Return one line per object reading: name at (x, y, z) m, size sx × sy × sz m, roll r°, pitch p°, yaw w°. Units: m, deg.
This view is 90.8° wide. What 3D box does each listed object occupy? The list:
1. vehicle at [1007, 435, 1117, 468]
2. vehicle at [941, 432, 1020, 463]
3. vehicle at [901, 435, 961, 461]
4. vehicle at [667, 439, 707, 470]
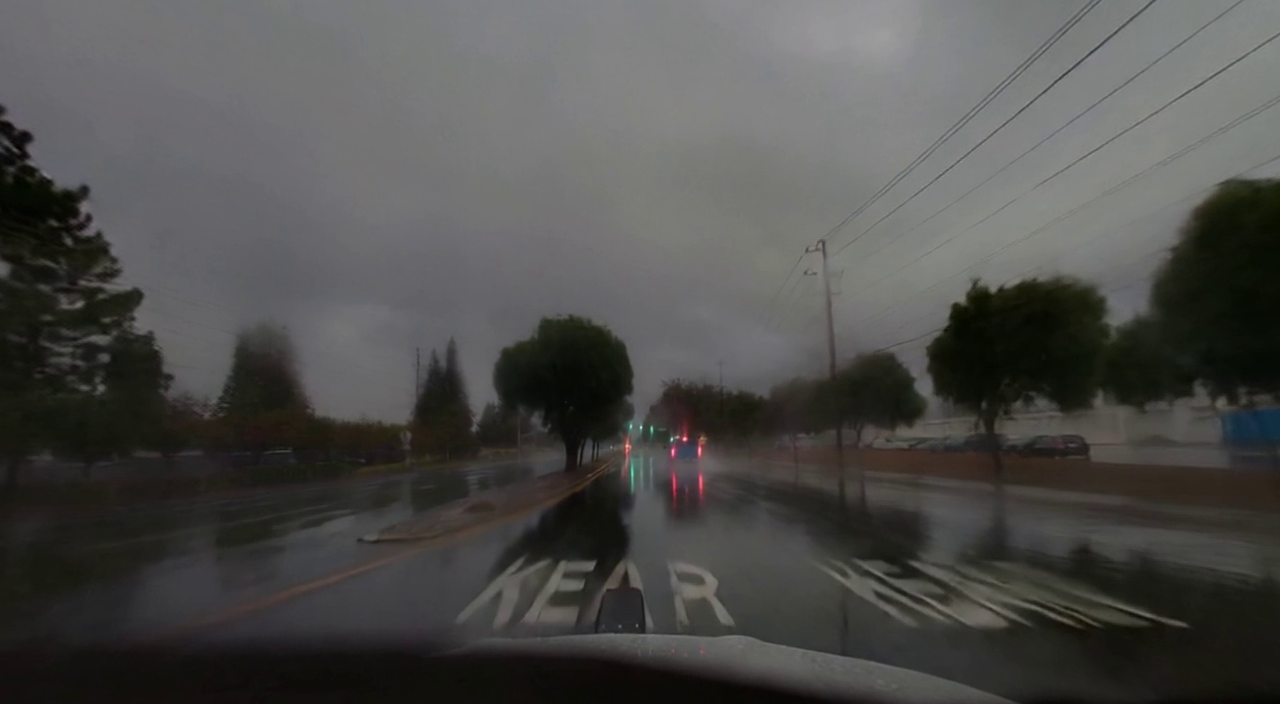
vehicle at (20.131, 4.787, 30.456) m, size 1.980 × 1.423 × 4.793 m, roll 0°, pitch -9°, yaw 0°
vehicle at (20.161, 5.673, 37.665) m, size 1.983 × 1.730 × 4.563 m, roll 0°, pitch -9°, yaw -2°
vehicle at (20.125, 6.661, 43.922) m, size 1.896 × 1.656 × 4.653 m, roll 0°, pitch -9°, yaw -1°
vehicle at (2.957, 6.562, 40.592) m, size 2.086 × 1.803 × 4.607 m, roll 0°, pitch -9°, yaw -2°
